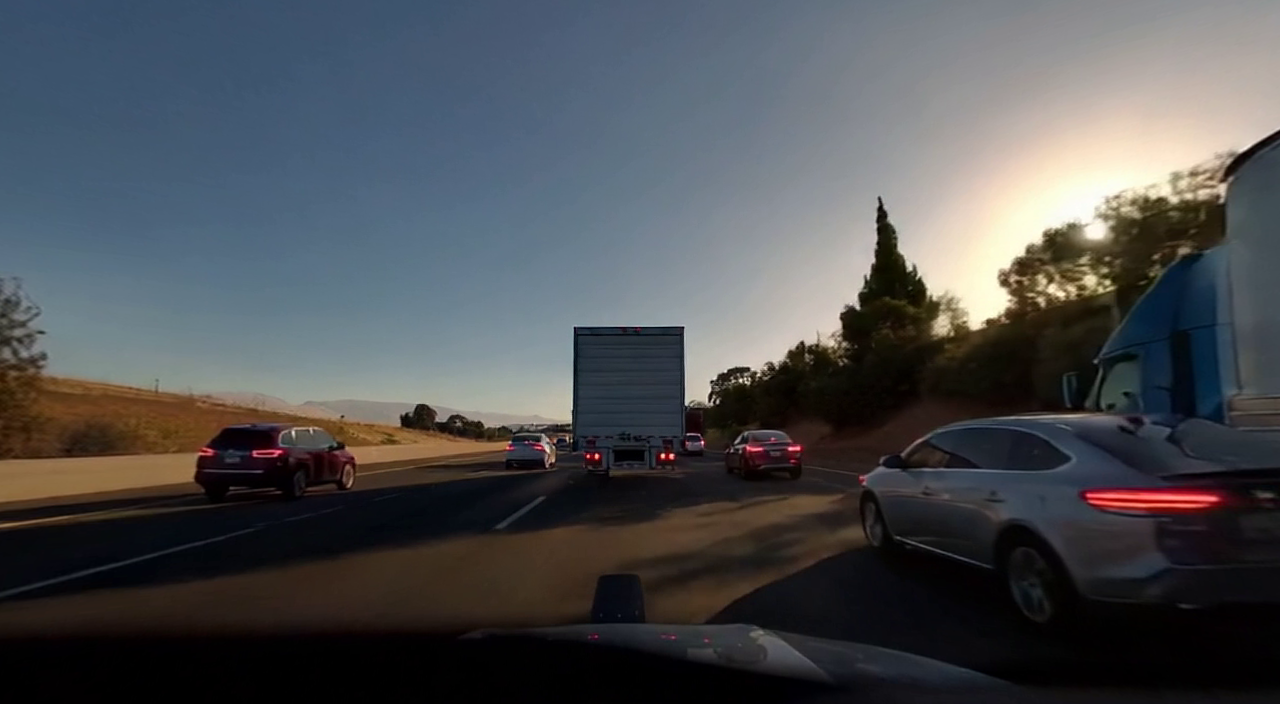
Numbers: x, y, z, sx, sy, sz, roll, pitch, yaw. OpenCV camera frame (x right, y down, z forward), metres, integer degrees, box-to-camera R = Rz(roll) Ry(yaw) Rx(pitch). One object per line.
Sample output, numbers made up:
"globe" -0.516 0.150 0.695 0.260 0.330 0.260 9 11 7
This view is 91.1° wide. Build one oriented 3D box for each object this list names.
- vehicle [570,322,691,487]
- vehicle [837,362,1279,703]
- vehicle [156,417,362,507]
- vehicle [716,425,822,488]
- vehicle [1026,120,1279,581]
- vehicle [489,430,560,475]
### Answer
"vehicle" -0.421 1.917 20.365 2.938 4.033 9.980 0 -8 -2
"vehicle" 3.257 1.109 4.539 1.999 1.523 4.882 0 -8 -1
"vehicle" -7.971 2.313 13.733 1.944 1.653 4.097 0 -8 -1
"vehicle" 3.404 2.835 17.487 1.945 1.529 4.129 0 -8 -2
"vehicle" 7.207 -0.538 1.754 2.880 4.073 14.510 0 -8 -1
"vehicle" -4.111 3.620 22.963 1.882 1.493 3.828 0 -8 0
